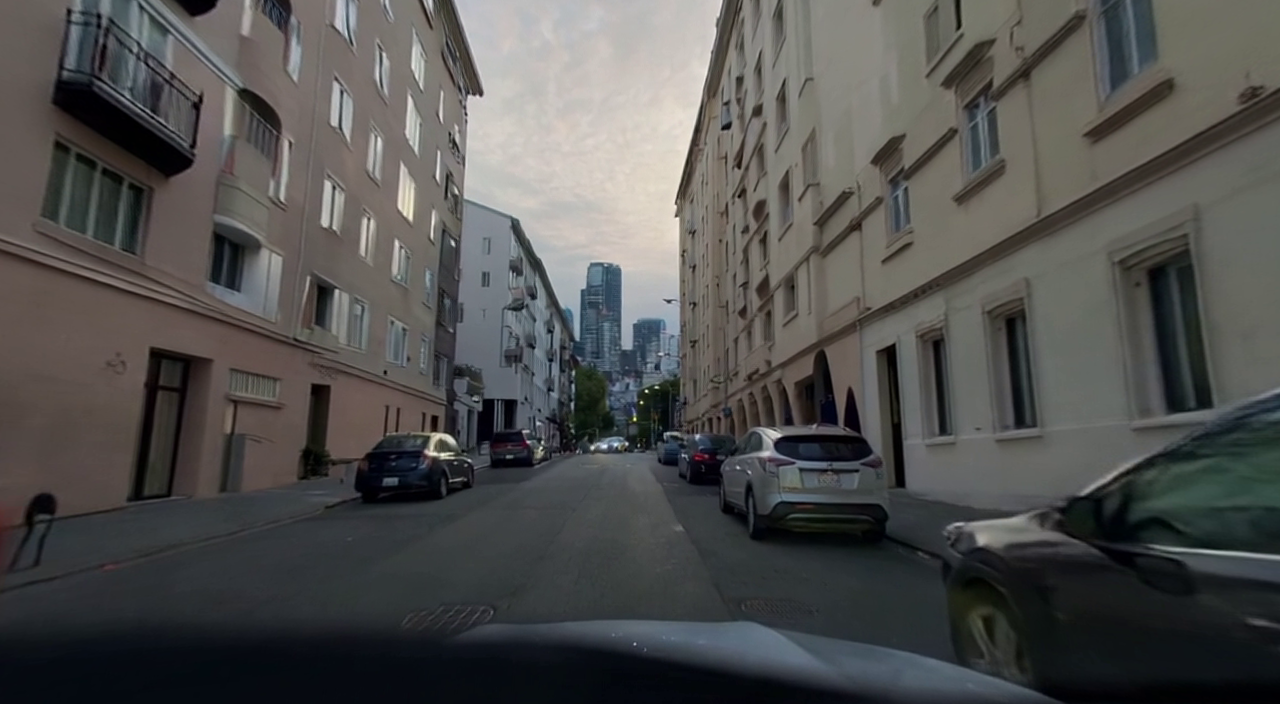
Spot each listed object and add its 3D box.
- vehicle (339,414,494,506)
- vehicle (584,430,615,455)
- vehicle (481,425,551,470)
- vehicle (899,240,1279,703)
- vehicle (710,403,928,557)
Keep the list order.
[{"bbox_3d":[-4.564,2.322,13.677,1.883,1.499,4.426,6,-10,-3],"label":"vehicle"},{"bbox_3d":[-2.562,5.843,40.695,1.845,1.544,3.388,0,-8,-1],"label":"vehicle"},{"bbox_3d":[-4.884,3.852,25.370,1.942,1.521,3.761,5,-9,0],"label":"vehicle"},{"bbox_3d":[2.255,0.607,1.055,1.897,1.717,4.028,0,-8,0],"label":"vehicle"},{"bbox_3d":[2.194,1.676,8.945,1.839,1.678,3.918,0,-8,-2],"label":"vehicle"}]
